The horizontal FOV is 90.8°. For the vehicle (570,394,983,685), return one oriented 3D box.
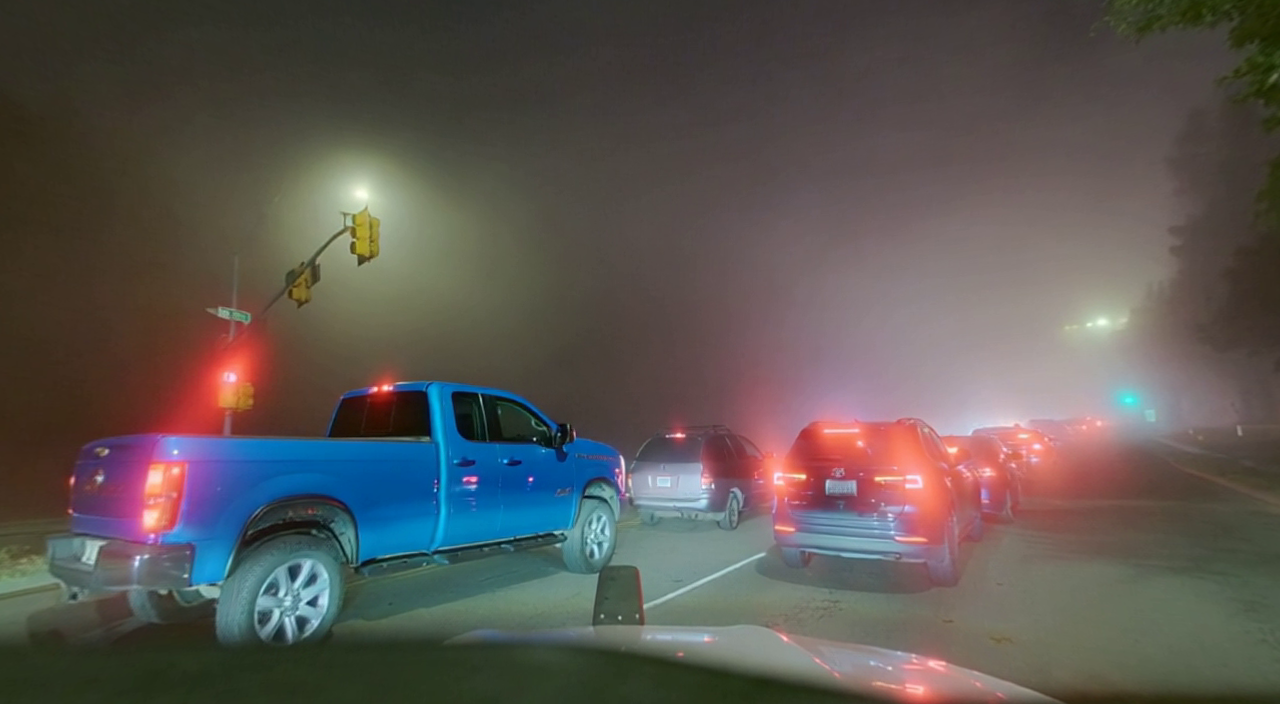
[{"bbox_3d":[1.714,1.378,5.989,2.027,1.549,4.801,-6,-10,35],"label":"vehicle"}]

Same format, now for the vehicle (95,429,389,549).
[{"bbox_3d":[-8.217,2.760,13.592,2.174,2.057,4.738,-6,-10,33],"label":"vehicle"}]

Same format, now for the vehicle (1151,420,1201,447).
[{"bbox_3d":[35.760,5.479,42.194,2.183,1.714,4.491,-7,-11,37],"label":"vehicle"}]

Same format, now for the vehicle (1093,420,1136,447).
[{"bbox_3d":[32.797,5.674,43.719,2.160,1.790,4.303,-6,-10,35],"label":"vehicle"}]

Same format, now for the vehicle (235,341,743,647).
[{"bbox_3d":[-0.876,1.400,7.468,2.272,2.016,6.146,-4,-9,27],"label":"vehicle"}]
